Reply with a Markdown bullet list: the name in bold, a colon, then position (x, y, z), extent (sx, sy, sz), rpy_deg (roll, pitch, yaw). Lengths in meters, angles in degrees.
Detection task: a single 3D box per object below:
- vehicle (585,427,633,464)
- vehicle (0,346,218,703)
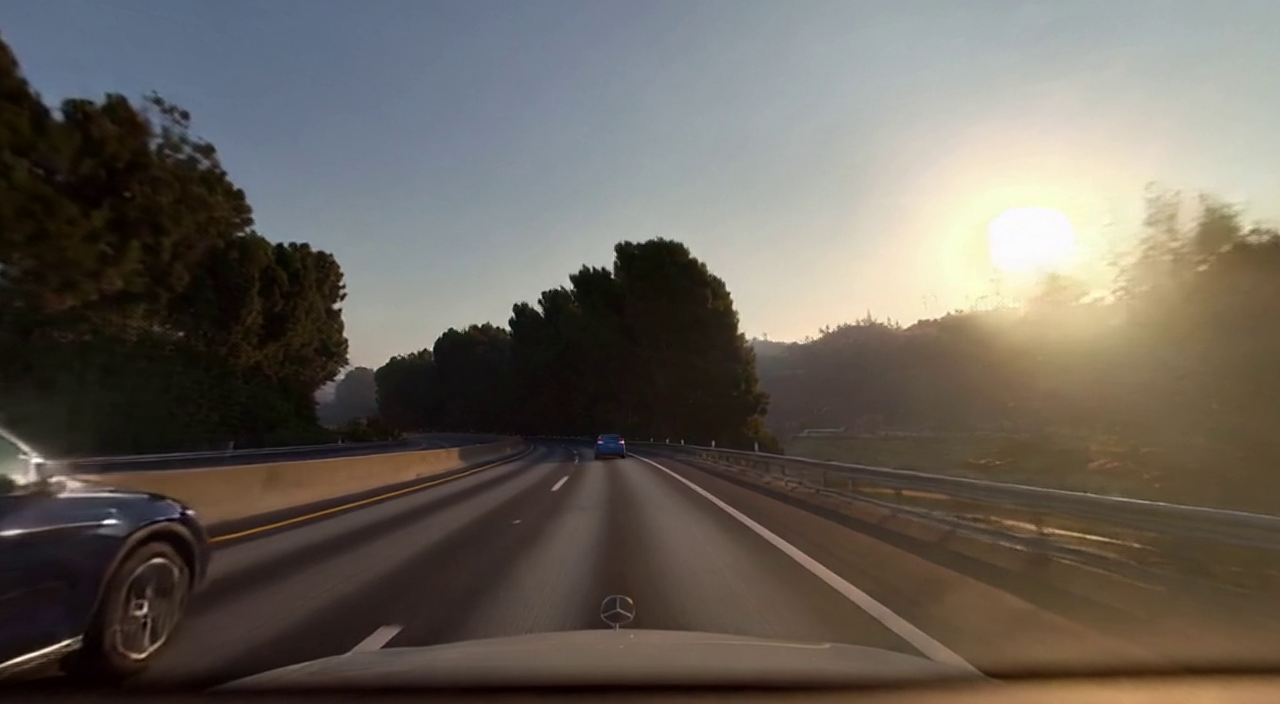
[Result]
- **vehicle**: position (-1.723, 5.071, 34.308), extent (2.452, 1.857, 4.022), rpy_deg (1, -8, -4)
- **vehicle**: position (-4.174, 0.785, 2.253), extent (2.053, 1.847, 4.760), rpy_deg (0, -8, -1)
